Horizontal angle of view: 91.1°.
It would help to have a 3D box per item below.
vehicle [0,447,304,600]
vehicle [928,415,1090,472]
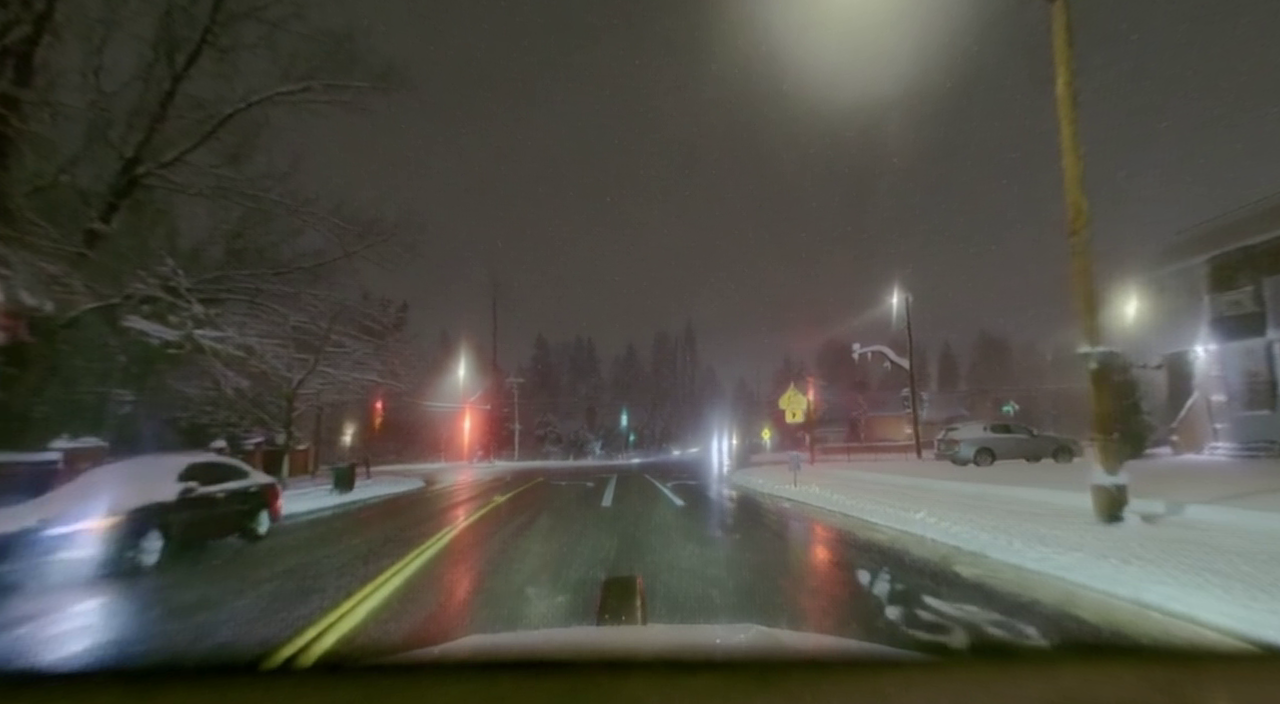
[{"bbox_3d":[-6.763,2.162,8.776,2.033,1.456,4.370,-4,-8,-5],"label":"vehicle"},{"bbox_3d":[13.412,3.379,23.081,4.562,1.850,2.130,1,-9,0],"label":"vehicle"}]
